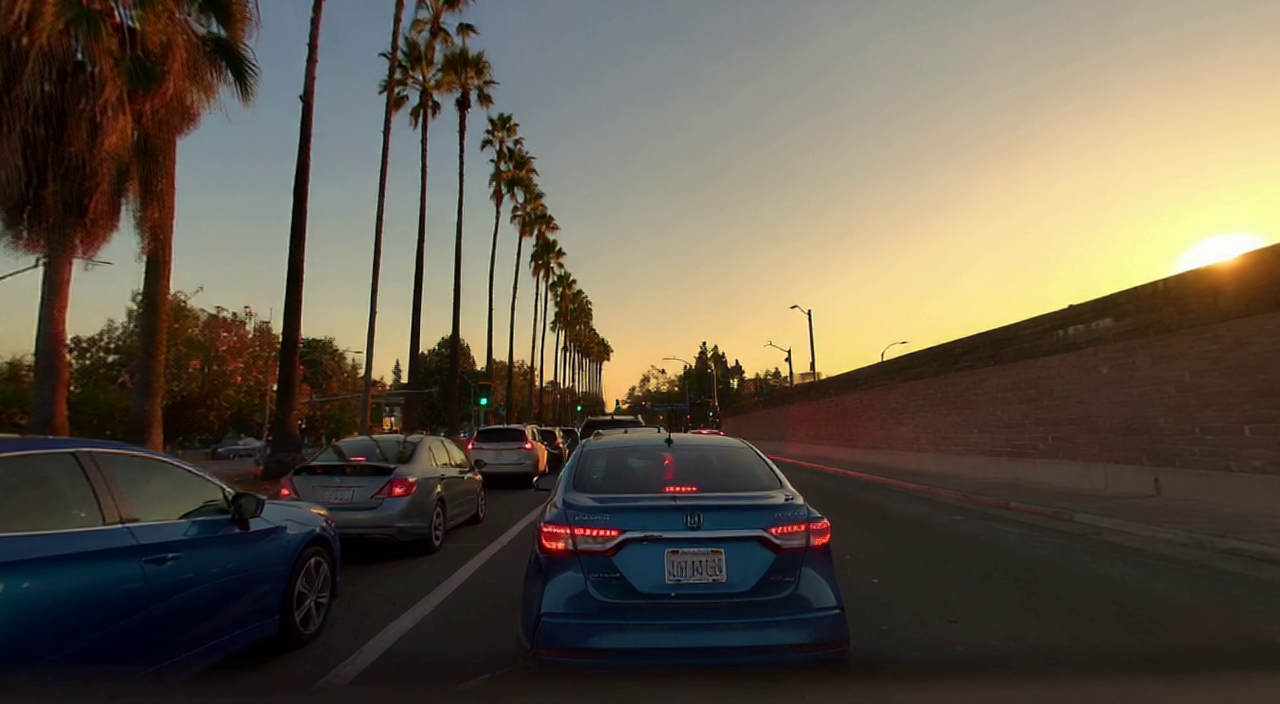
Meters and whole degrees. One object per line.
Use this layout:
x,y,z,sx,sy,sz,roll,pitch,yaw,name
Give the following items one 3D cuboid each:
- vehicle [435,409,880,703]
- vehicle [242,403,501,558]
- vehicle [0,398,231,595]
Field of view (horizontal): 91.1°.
0.039,1.335,5.206,2.128,1.473,4.272,0,-8,-1,vehicle
-3.520,1.772,9.285,2.055,1.746,4.136,0,-8,-1,vehicle
-6.672,1.402,6.397,1.963,1.721,4.662,0,-8,-2,vehicle
